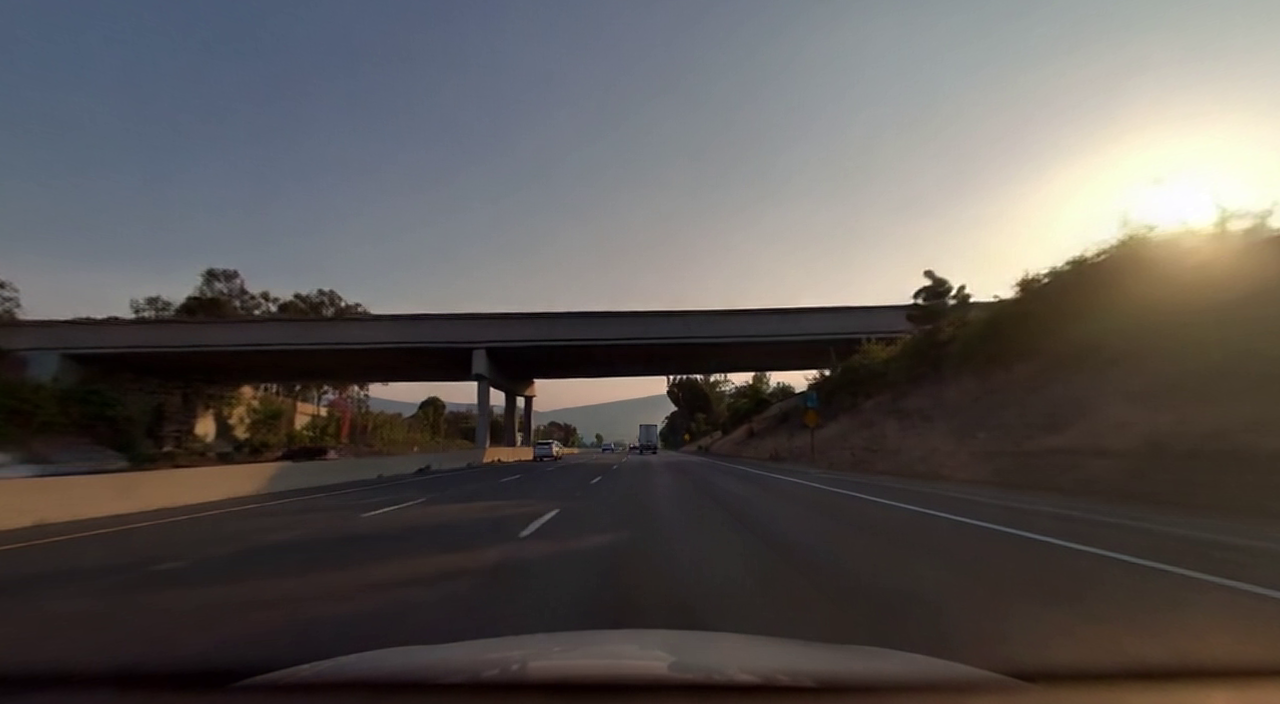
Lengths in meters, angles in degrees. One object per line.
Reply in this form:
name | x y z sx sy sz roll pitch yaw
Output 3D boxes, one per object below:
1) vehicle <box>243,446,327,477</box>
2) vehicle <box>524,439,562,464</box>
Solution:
vehicle | -20.010 6.156 35.812 1.933 1.607 4.790 0 -8 1
vehicle | -7.033 7.212 45.968 1.981 1.685 4.171 0 -8 2
